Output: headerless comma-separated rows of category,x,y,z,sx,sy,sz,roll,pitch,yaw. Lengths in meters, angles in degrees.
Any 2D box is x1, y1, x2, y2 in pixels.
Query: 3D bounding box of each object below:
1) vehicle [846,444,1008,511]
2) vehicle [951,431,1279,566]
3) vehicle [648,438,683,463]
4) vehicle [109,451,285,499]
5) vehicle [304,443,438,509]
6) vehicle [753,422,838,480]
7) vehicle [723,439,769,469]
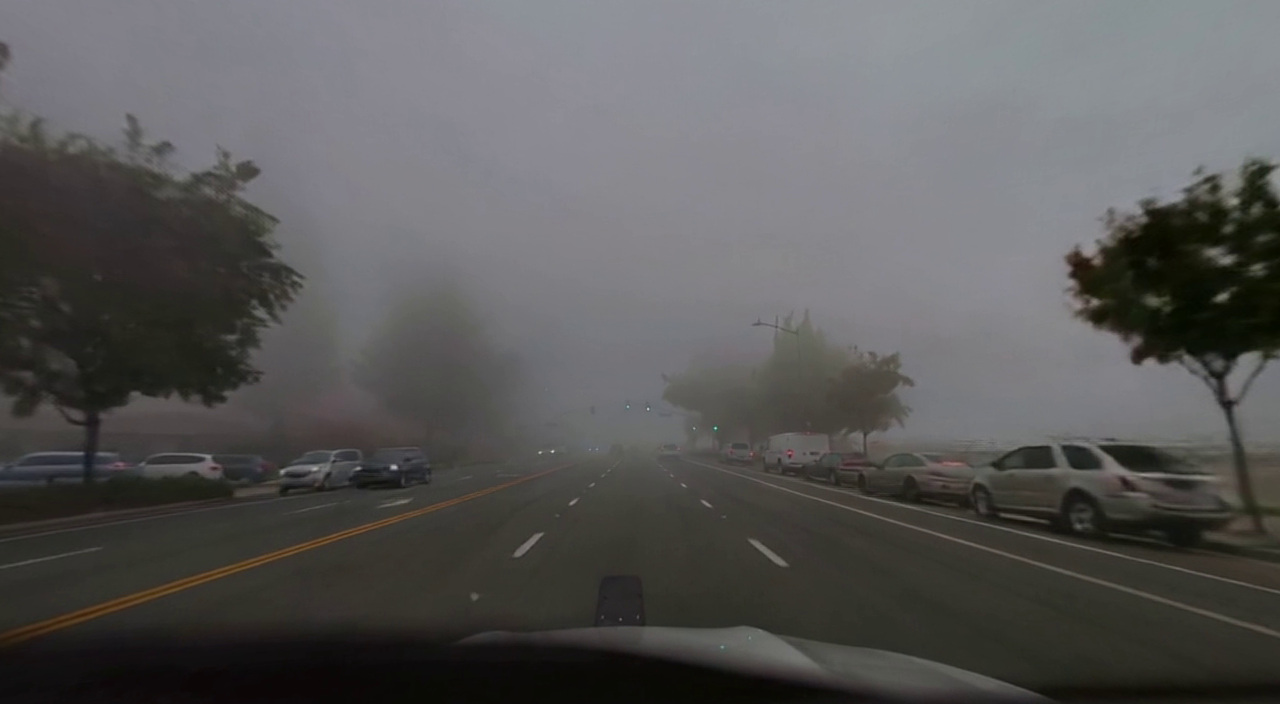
vehicle,7.180,3.147,16.508,1.862,1.464,4.892,0,-8,-1
vehicle,7.400,2.151,10.256,1.951,1.601,5.147,0,-8,-1
vehicle,1.871,7.563,48.607,2.293,1.814,4.589,0,-8,-3
vehicle,-14.823,4.079,21.250,4.635,1.457,2.060,-2,-8,10
vehicle,-7.654,3.359,17.716,2.165,1.567,4.700,6,-11,-38
vehicle,7.100,4.607,29.659,2.323,2.433,5.901,0,-8,-2
vehicle,7.011,6.819,42.306,2.088,1.848,4.936,0,-9,-2
